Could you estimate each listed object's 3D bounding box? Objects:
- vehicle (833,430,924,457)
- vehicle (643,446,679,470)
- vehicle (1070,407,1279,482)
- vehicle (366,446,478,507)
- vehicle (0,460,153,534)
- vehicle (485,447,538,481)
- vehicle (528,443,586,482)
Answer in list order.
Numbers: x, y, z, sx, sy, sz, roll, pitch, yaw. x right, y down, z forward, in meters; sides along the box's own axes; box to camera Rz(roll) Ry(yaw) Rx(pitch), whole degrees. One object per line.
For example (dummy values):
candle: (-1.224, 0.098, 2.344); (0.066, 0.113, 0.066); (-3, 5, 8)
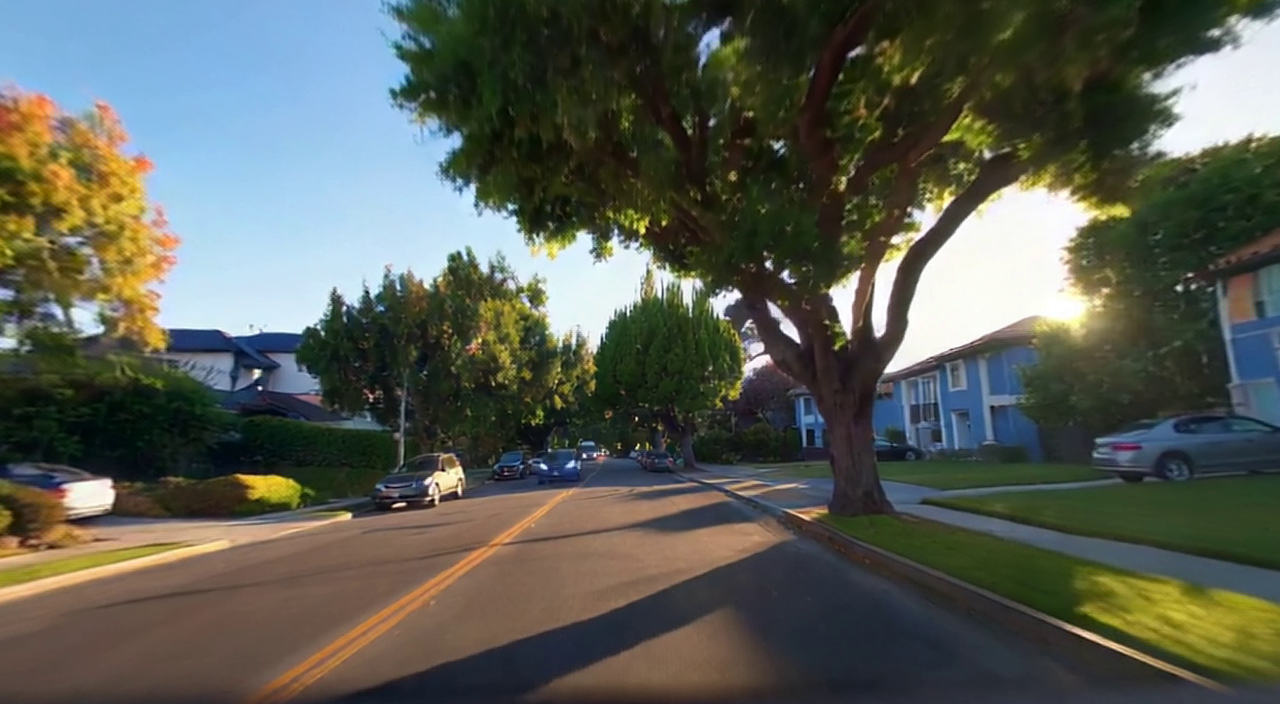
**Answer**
vehicle: (13.049, 5.073, 34.820); (4.370, 1.433, 1.889); (-2, -9, 12)
vehicle: (1.374, 7.199, 42.967); (1.996, 1.516, 4.122); (1, -9, -5)
vehicle: (12.342, 2.023, 13.743); (4.389, 1.480, 2.038); (-2, -9, 10)
vehicle: (-6.635, 3.803, 19.754); (2.031, 1.662, 4.194); (0, -9, -1)
vehicle: (-13.938, 3.222, 14.378); (4.487, 1.464, 1.889); (-2, -9, 11)
vehicle: (-6.841, 5.991, 34.101); (2.033, 1.721, 4.328); (0, -9, -1)
vehicle: (-3.818, 5.182, 29.868); (2.106, 1.688, 4.392); (0, -9, 0)
